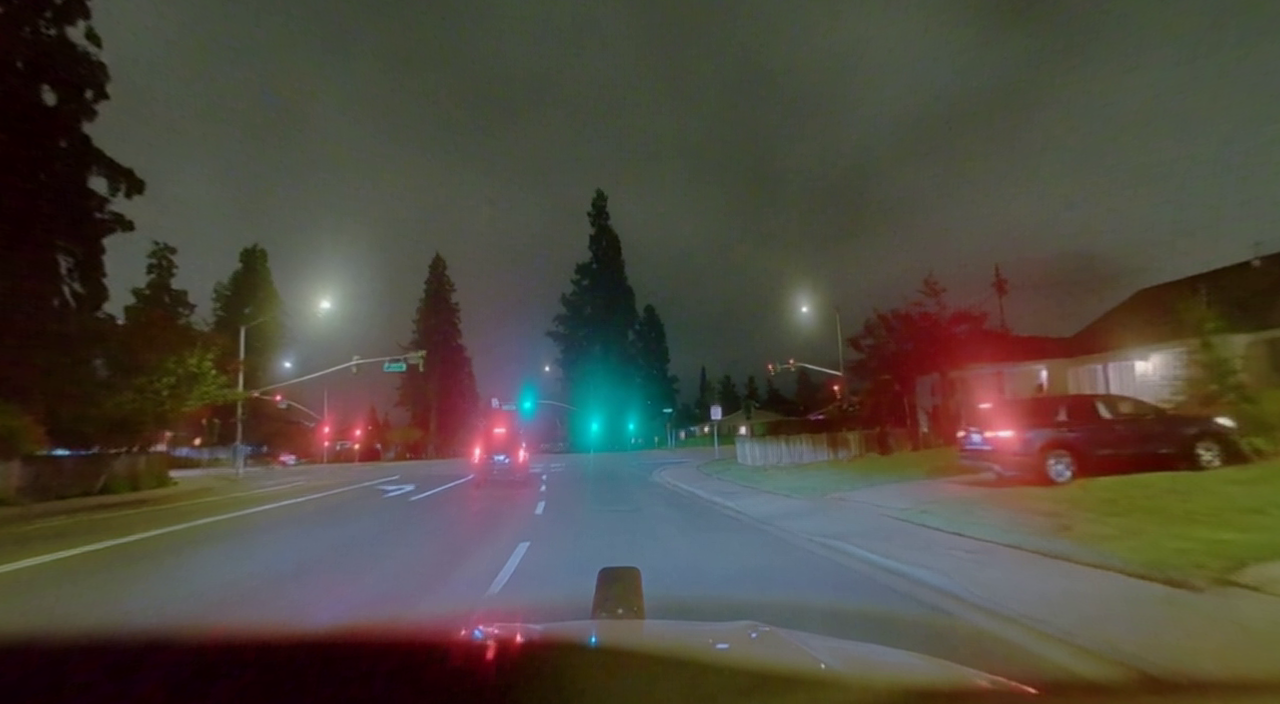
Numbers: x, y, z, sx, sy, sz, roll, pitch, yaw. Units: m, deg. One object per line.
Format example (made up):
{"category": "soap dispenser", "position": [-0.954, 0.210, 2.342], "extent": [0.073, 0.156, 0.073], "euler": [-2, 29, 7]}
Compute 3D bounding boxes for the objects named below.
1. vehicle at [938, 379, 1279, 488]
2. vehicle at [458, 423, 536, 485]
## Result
{"category": "vehicle", "position": [7.836, 1.380, 10.630], "extent": [4.663, 1.618, 1.962], "euler": [1, -8, -6]}
{"category": "vehicle", "position": [-4.716, 3.429, 21.465], "extent": [2.041, 1.834, 4.679], "euler": [1, -8, -6]}
